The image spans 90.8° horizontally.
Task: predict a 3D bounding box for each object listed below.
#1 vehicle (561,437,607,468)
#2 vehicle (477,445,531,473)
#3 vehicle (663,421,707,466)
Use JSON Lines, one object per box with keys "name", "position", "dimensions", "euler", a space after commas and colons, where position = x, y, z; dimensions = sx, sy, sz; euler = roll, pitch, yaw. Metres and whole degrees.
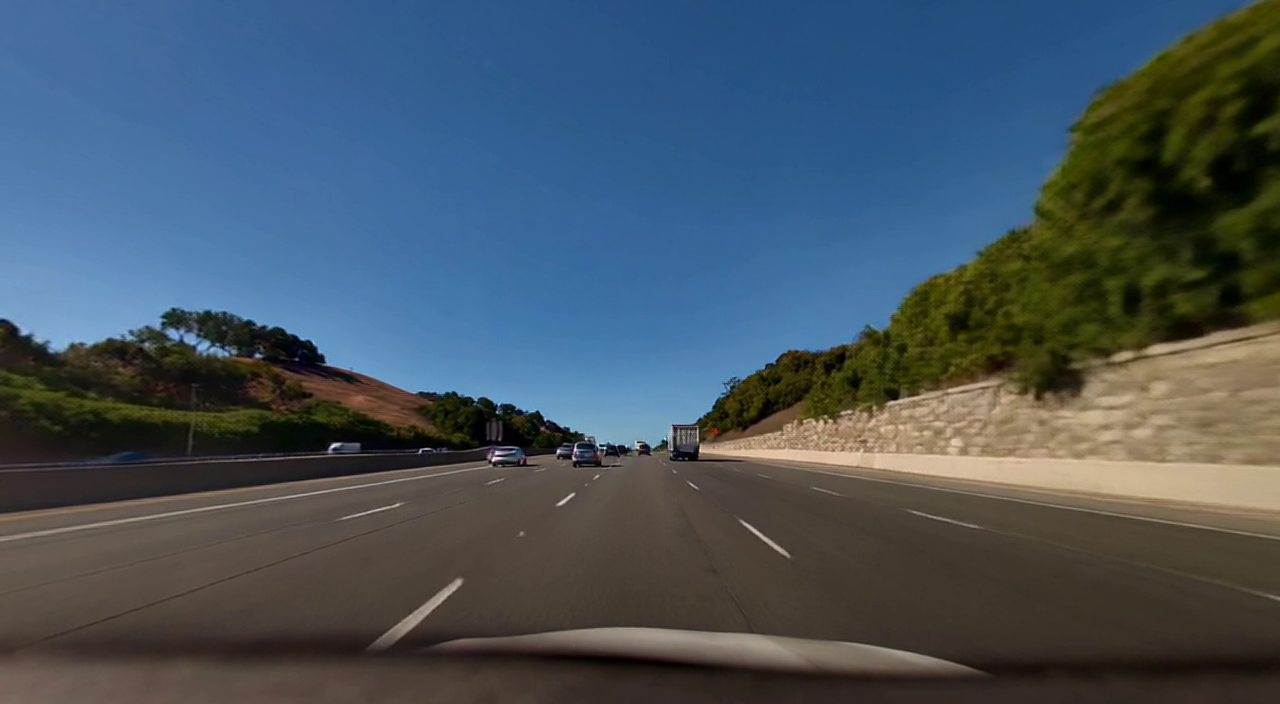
{"name": "vehicle", "position": [-3.904, 7.155, 45.061], "dimensions": [2.720, 2.041, 5.432], "euler": [0, -8, 1]}
{"name": "vehicle", "position": [-7.821, 6.158, 36.735], "dimensions": [2.102, 1.522, 4.394], "euler": [0, -8, 0]}
{"name": "vehicle", "position": [3.305, 7.027, 48.381], "dimensions": [2.795, 3.187, 7.205], "euler": [0, -8, 0]}
